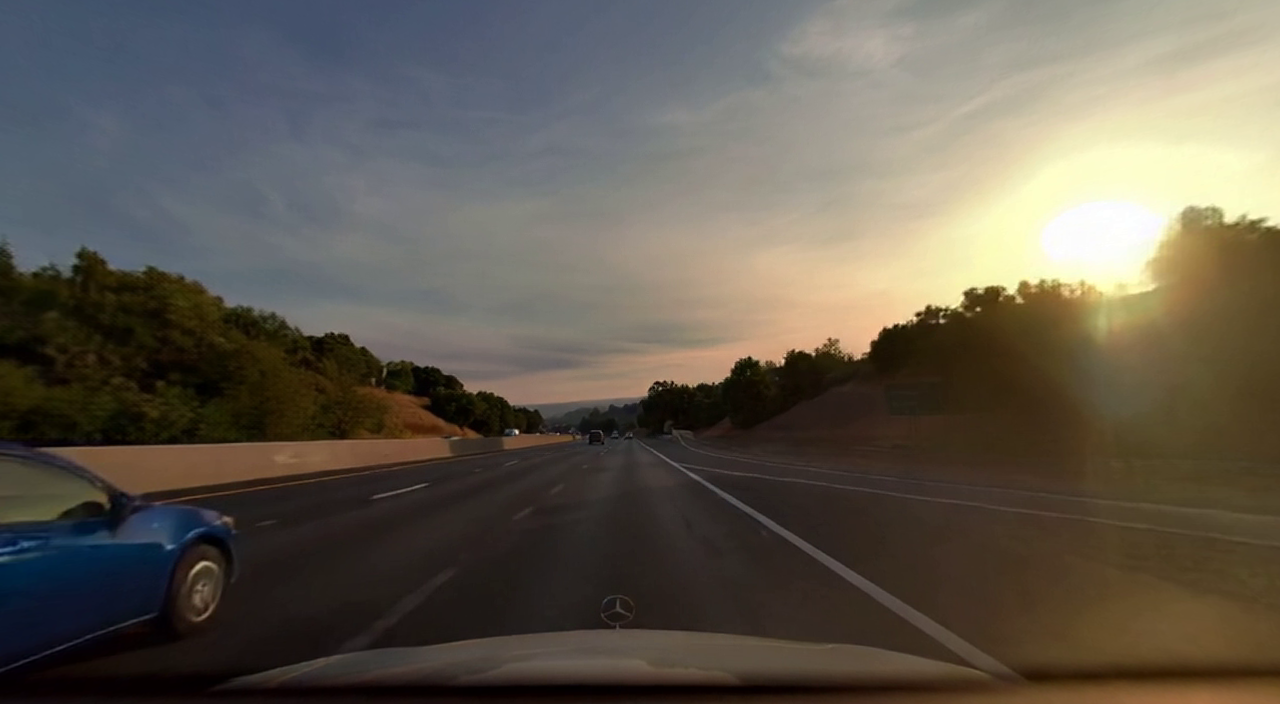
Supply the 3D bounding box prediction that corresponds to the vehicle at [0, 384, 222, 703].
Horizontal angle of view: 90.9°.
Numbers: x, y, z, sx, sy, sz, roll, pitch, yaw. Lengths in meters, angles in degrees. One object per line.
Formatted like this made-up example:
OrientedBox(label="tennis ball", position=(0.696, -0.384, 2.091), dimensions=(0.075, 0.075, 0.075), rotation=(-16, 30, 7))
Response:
OrientedBox(label="vehicle", position=(-3.794, 0.800, 1.976), dimensions=(2.026, 1.517, 4.325), rotation=(0, -8, -1))
